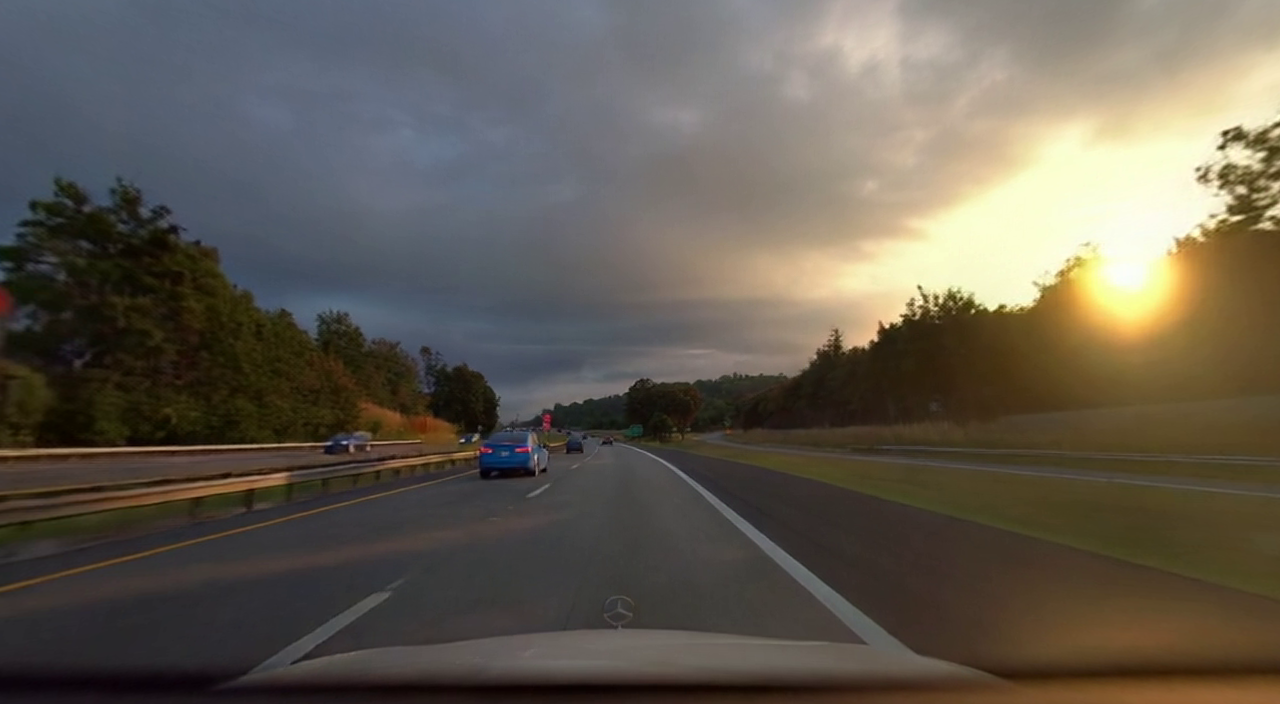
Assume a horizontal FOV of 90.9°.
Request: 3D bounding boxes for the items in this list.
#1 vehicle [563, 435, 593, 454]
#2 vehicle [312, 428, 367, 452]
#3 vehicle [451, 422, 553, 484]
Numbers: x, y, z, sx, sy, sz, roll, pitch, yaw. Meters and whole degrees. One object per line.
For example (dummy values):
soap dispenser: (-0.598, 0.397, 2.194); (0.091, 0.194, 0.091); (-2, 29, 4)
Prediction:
vehicle: (-4.460, 6.698, 45.783); (1.874, 1.369, 3.875); (0, -8, -1)
vehicle: (-20.565, 6.036, 43.385); (1.885, 1.527, 4.124); (0, -8, -2)
vehicle: (-3.944, 2.961, 18.848); (2.047, 1.612, 4.631); (0, -8, -1)
